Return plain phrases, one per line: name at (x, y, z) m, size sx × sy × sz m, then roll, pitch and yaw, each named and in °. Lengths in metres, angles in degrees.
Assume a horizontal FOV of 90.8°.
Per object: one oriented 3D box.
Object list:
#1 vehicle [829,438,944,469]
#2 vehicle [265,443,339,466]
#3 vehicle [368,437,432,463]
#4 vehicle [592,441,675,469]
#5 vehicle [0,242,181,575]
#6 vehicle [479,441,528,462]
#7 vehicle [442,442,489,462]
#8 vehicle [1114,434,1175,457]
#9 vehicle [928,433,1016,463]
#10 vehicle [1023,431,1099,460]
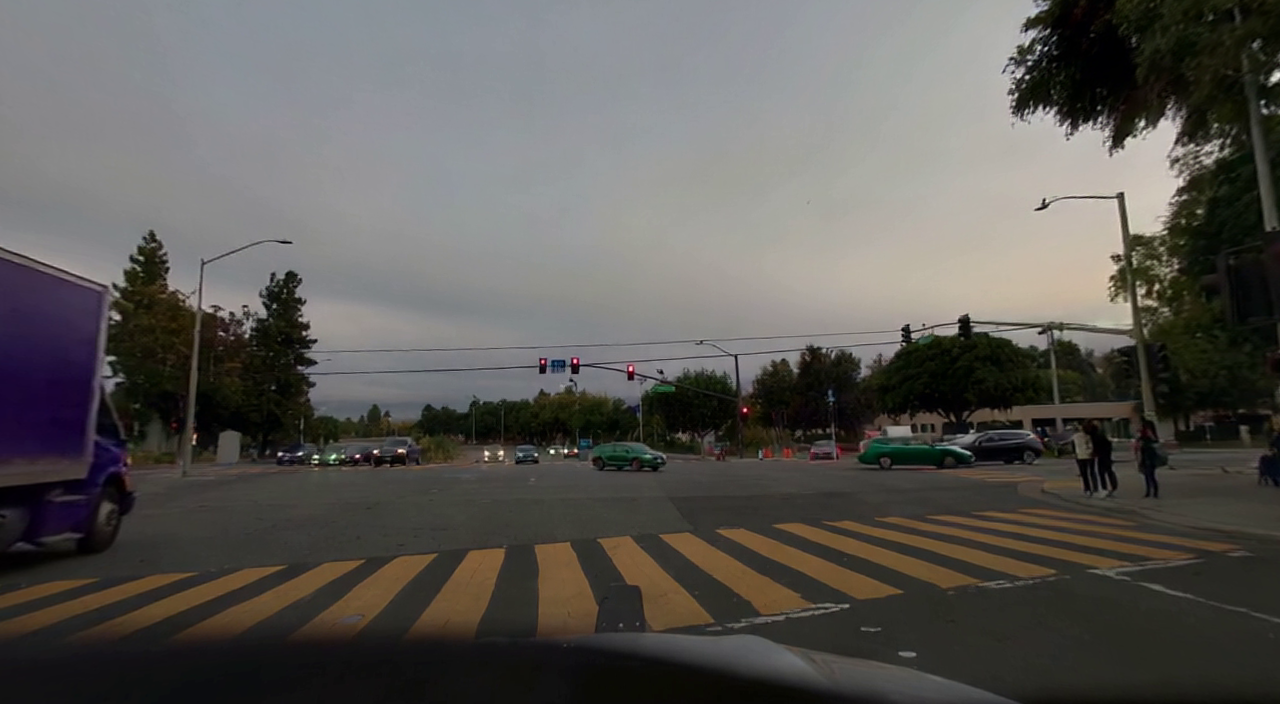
vehicle at (12.315, 5.097, 31.794) m, size 4.911 × 1.504 × 2.109 m, roll 0°, pitch -9°, yaw 2°
vehicle at (-21.819, 6.641, 40.997) m, size 1.859 × 1.415 × 4.591 m, roll -1°, pitch -9°, yaw 8°
vehicle at (-17.374, 7.151, 45.999) m, size 2.189 × 1.753 × 4.785 m, roll -2°, pitch -9°, yaw 9°
vehicle at (-0.403, 5.505, 33.945) m, size 1.911 × 1.415 × 4.487 m, roll 8°, pitch -12°, yaw -43°
vehicle at (-7.727, 0.489, 5.538) m, size 3.112 × 3.230 × 6.726 m, roll 1°, pitch -7°, yaw -10°
vehicle at (-10.138, 7.468, 47.399) m, size 2.097 × 1.484 × 4.596 m, roll -1°, pitch -9°, yaw 8°
vehicle at (-13.167, 7.590, 47.860) m, size 1.845 × 1.426 × 4.289 m, roll -1°, pitch -9°, yaw 8°
vehicle at (38.651, 7.158, 48.392) m, size 4.122 × 1.682 × 1.930 m, roll 4°, pitch -9°, yaw -25°
vehicle at (20.165, 5.824, 38.350) m, size 5.244 × 1.717 × 1.897 m, roll 4°, pitch -10°, yaw -27°
vehicle at (28.320, 6.295, 42.484) m, size 4.662 × 1.840 × 2.055 m, roll 4°, pitch -10°, yaw -26°
